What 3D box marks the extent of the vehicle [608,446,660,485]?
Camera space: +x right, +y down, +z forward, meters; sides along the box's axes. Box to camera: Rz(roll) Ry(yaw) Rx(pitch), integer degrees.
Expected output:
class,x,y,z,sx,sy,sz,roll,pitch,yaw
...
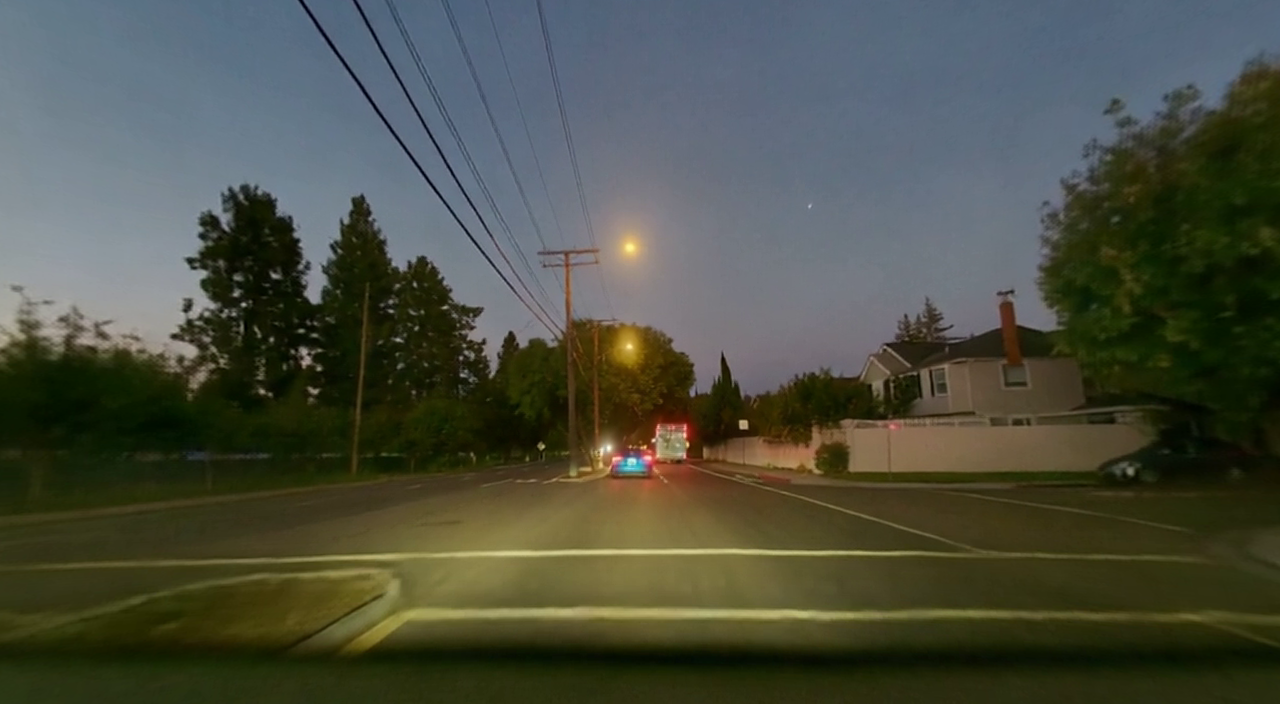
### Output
class,x,y,z,sx,sy,sz,roll,pitch,yaw
vehicle,-0.264,4.663,26.299,2.018,1.511,3.993,0,-8,-1
